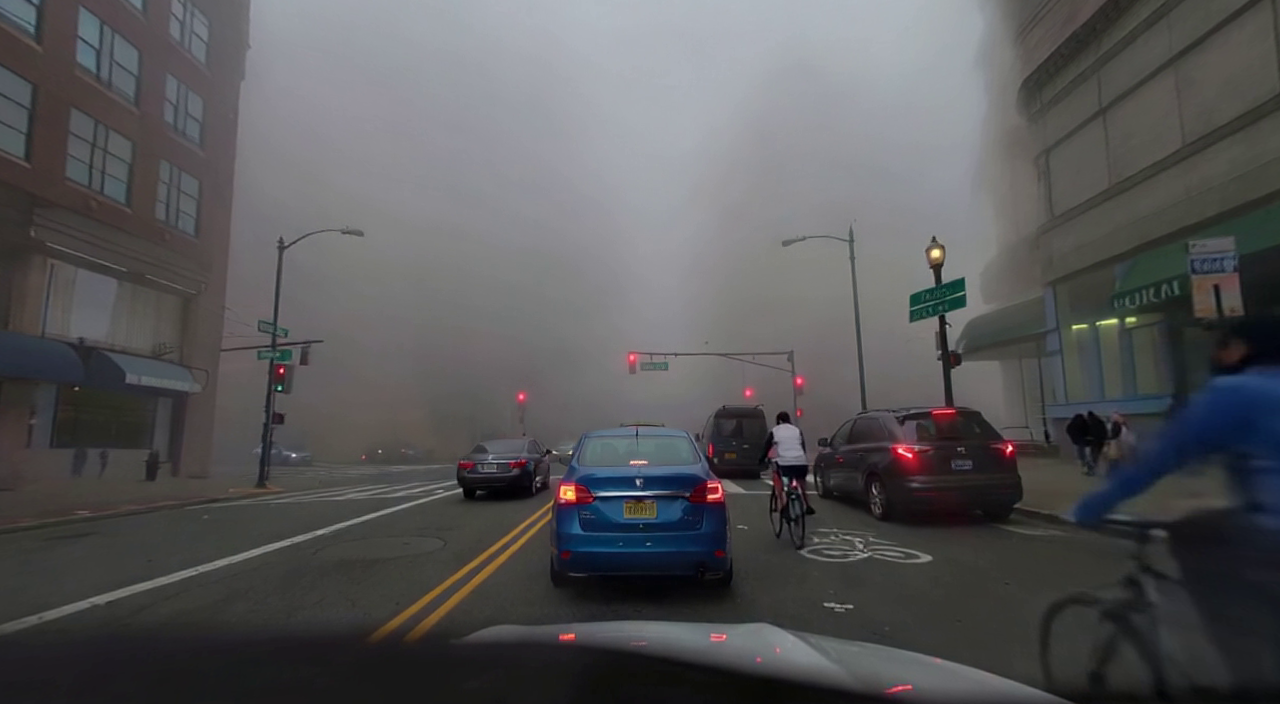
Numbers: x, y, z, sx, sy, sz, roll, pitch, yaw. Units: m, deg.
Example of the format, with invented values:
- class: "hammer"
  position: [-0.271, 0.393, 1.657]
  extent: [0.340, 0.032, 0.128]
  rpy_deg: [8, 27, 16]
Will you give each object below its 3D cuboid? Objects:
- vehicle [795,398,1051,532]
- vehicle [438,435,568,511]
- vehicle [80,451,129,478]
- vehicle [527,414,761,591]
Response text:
- class: "vehicle"
  position: [4.508, 1.911, 11.136]
  extent: [2.142, 1.829, 4.767]
  rpy_deg: [0, -9, -2]
- class: "vehicle"
  position: [-2.944, 2.707, 14.626]
  extent: [2.039, 1.452, 4.489]
  rpy_deg: [0, -9, -1]
- class: "vehicle"
  position: [-37.994, 7.921, 44.672]
  extent: [2.264, 1.722, 4.721]
  rpy_deg: [7, -12, -42]
- class: "vehicle"
  position: [0.012, 1.655, 7.735]
  extent: [2.091, 1.557, 4.000]
  rpy_deg: [0, -9, -1]
